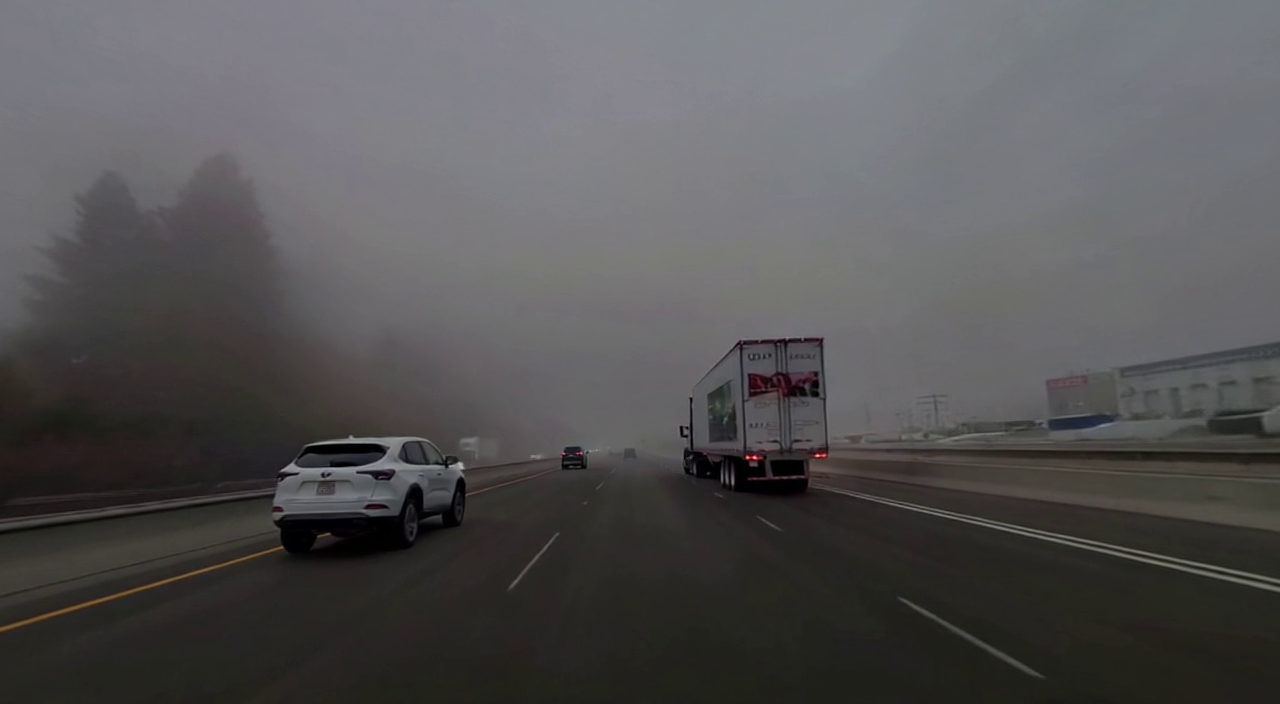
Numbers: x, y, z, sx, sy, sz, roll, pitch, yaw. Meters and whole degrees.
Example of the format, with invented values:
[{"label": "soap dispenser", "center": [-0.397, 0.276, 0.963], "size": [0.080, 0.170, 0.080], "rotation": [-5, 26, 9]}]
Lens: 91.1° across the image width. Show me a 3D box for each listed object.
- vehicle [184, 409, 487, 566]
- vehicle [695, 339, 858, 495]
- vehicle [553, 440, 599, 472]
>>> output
[{"label": "vehicle", "center": [-4.019, 1.890, 9.493], "size": [2.202, 1.760, 4.617], "rotation": [0, -9, 1]}, {"label": "vehicle", "center": [4.277, 2.787, 23.983], "size": [2.998, 4.236, 13.886], "rotation": [0, -9, 0]}, {"label": "vehicle", "center": [-3.603, 5.990, 36.262], "size": [2.139, 1.716, 4.530], "rotation": [0, -9, 0]}]
